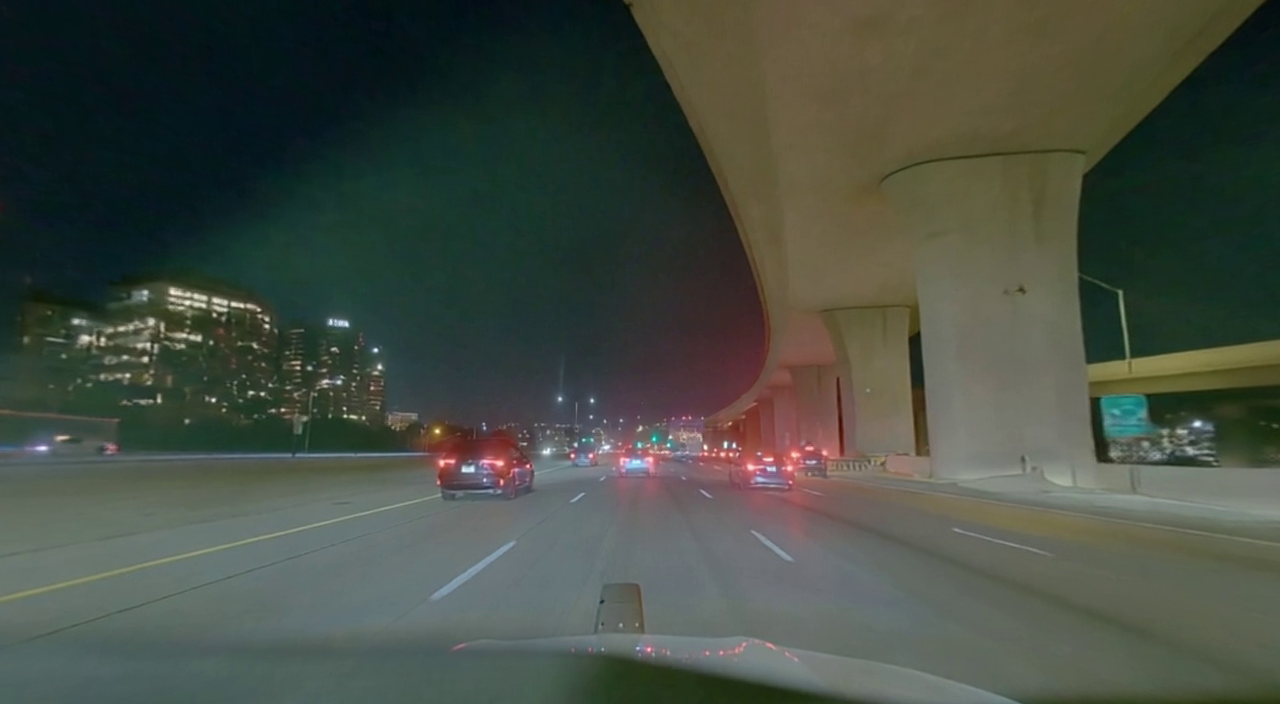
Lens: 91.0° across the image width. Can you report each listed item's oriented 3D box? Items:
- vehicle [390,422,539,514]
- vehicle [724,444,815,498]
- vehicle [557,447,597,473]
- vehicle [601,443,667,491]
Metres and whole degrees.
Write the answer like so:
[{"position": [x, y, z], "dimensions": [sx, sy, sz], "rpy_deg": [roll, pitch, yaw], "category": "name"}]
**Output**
[{"position": [-3.913, 2.683, 15.055], "dimensions": [2.142, 1.819, 4.648], "rpy_deg": [0, -8, 1], "category": "vehicle"}, {"position": [3.949, 3.683, 19.894], "dimensions": [1.974, 1.490, 3.994], "rpy_deg": [0, -9, 0], "category": "vehicle"}, {"position": [-3.687, 6.373, 37.537], "dimensions": [1.868, 1.431, 4.055], "rpy_deg": [0, -9, 1], "category": "vehicle"}, {"position": [-0.168, 3.945, 22.042], "dimensions": [2.089, 1.493, 3.964], "rpy_deg": [0, -8, 0], "category": "vehicle"}]
